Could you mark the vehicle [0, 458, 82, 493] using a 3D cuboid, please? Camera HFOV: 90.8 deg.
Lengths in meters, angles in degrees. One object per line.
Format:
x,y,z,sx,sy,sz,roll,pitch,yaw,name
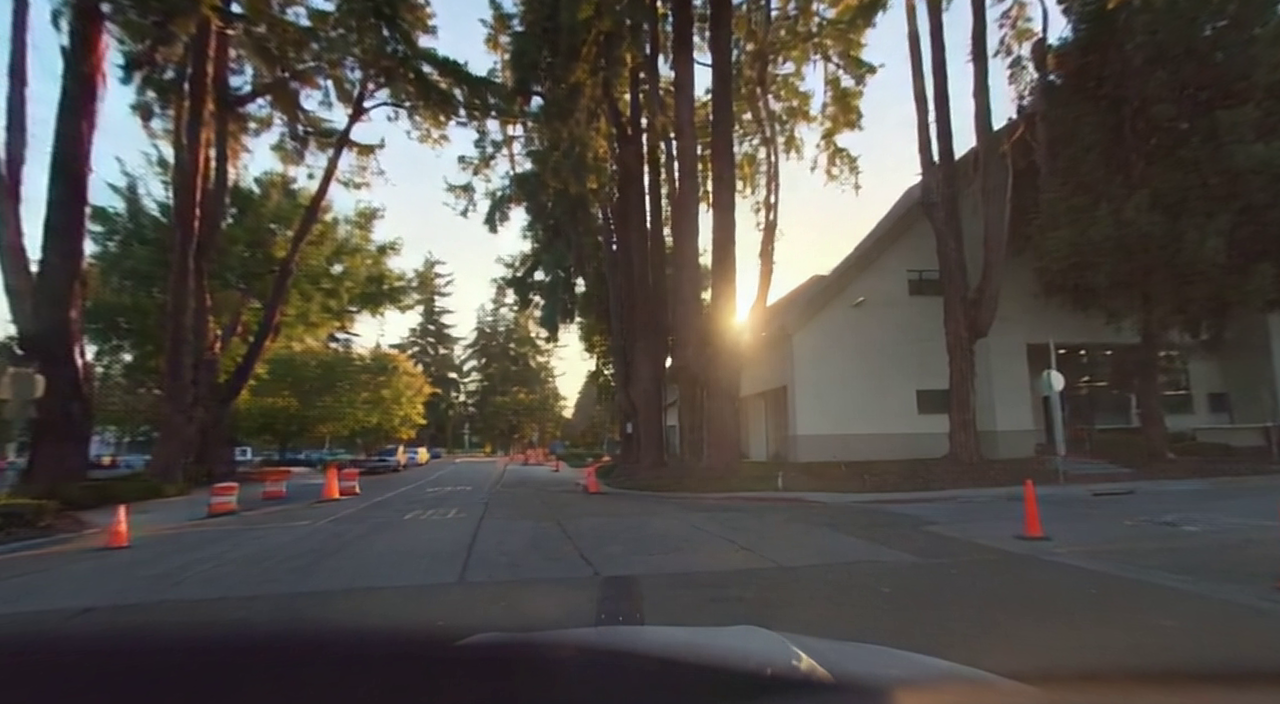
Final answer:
-28.571,5.702,29.507,1.771,1.432,4.363,2,-9,-13,vehicle
